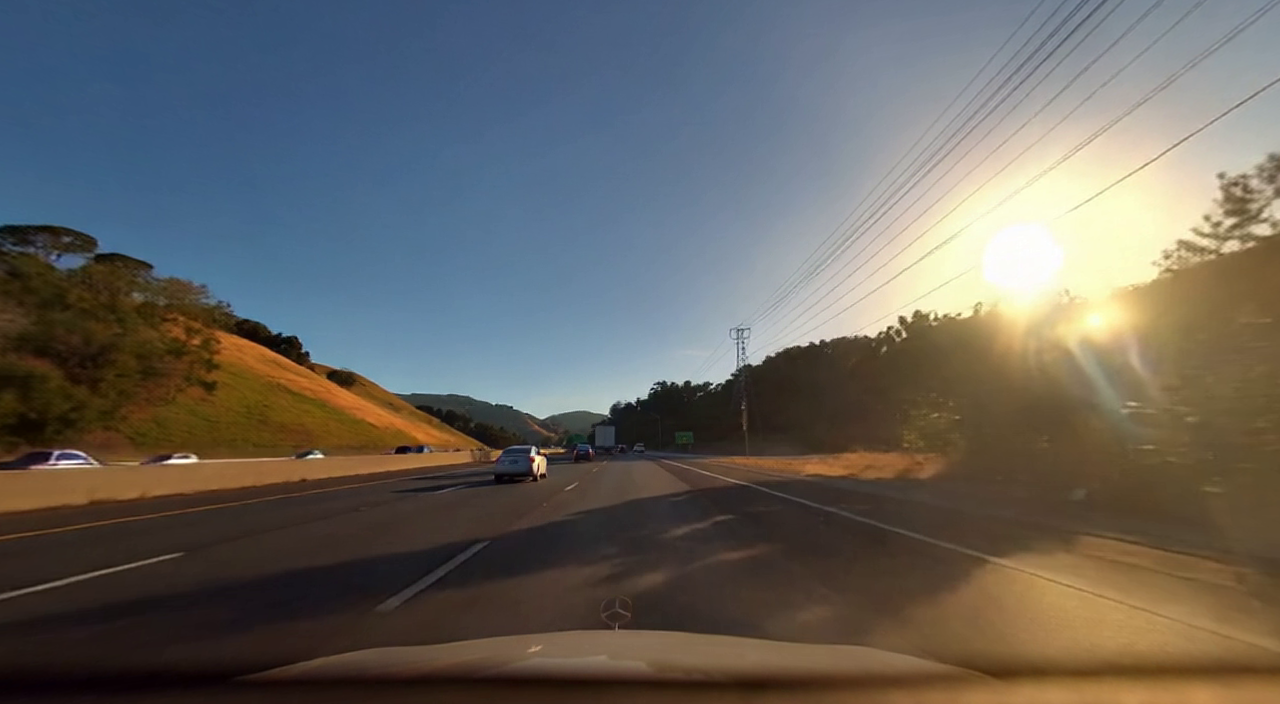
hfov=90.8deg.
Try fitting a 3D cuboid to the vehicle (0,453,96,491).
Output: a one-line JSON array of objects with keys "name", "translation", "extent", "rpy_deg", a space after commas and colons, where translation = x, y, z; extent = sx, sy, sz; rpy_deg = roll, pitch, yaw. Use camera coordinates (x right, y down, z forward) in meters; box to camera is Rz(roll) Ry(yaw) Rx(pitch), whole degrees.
[{"name": "vehicle", "translation": [-26.260, 5.072, 26.998], "extent": [1.841, 1.449, 4.570], "rpy_deg": [0, -9, 1]}]

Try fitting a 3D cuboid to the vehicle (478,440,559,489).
[{"name": "vehicle", "translation": [-4.108, 3.879, 22.124], "extent": [1.963, 1.533, 4.477], "rpy_deg": [0, -9, 0]}]
